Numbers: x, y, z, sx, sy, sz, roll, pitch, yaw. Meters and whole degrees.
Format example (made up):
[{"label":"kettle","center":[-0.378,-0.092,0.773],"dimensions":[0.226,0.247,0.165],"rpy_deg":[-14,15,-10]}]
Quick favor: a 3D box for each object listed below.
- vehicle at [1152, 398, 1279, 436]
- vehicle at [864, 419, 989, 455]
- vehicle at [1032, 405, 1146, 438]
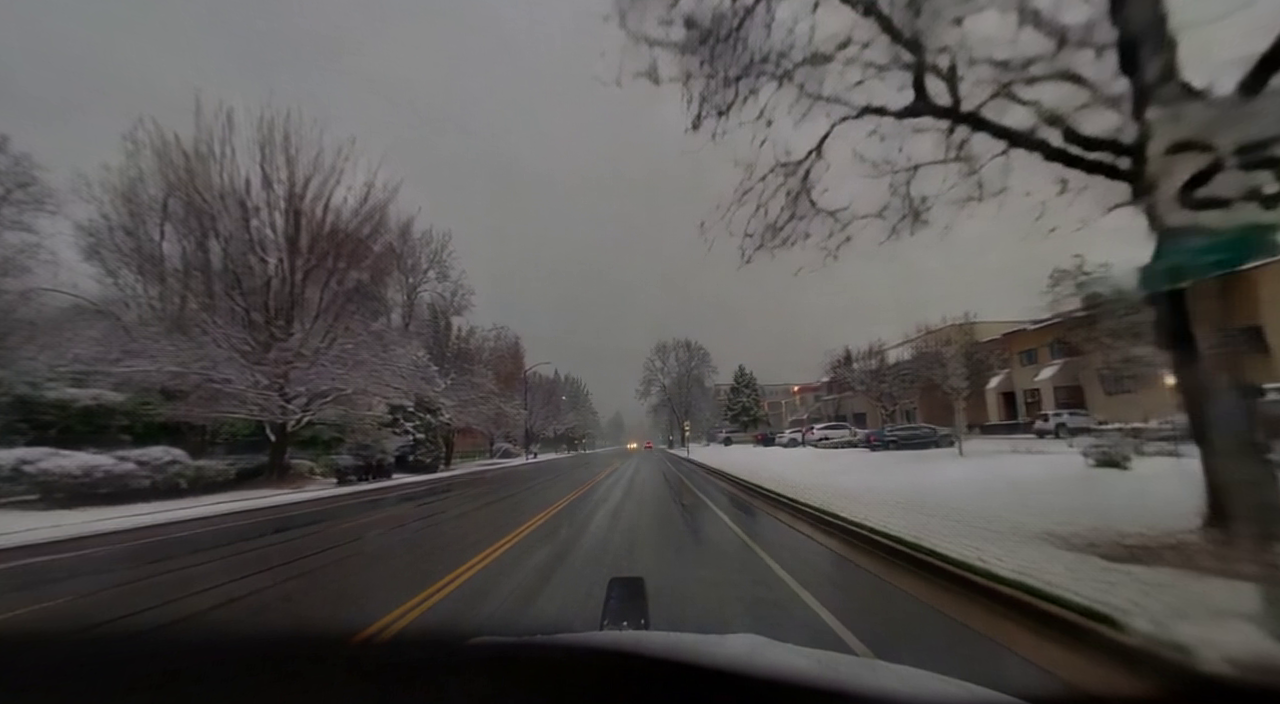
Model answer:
[{"label":"vehicle","center":[25.764,2.888,27.732],"dimensions":[4.519,1.584,2.108],"rpy_deg":[0,-9,0]},{"label":"vehicle","center":[12.688,3.810,28.126],"dimensions":[4.529,1.490,2.168],"rpy_deg":[1,-9,-6]},{"label":"vehicle","center":[25.773,4.033,36.284],"dimensions":[4.864,1.797,2.150],"rpy_deg":[0,-8,1]}]
